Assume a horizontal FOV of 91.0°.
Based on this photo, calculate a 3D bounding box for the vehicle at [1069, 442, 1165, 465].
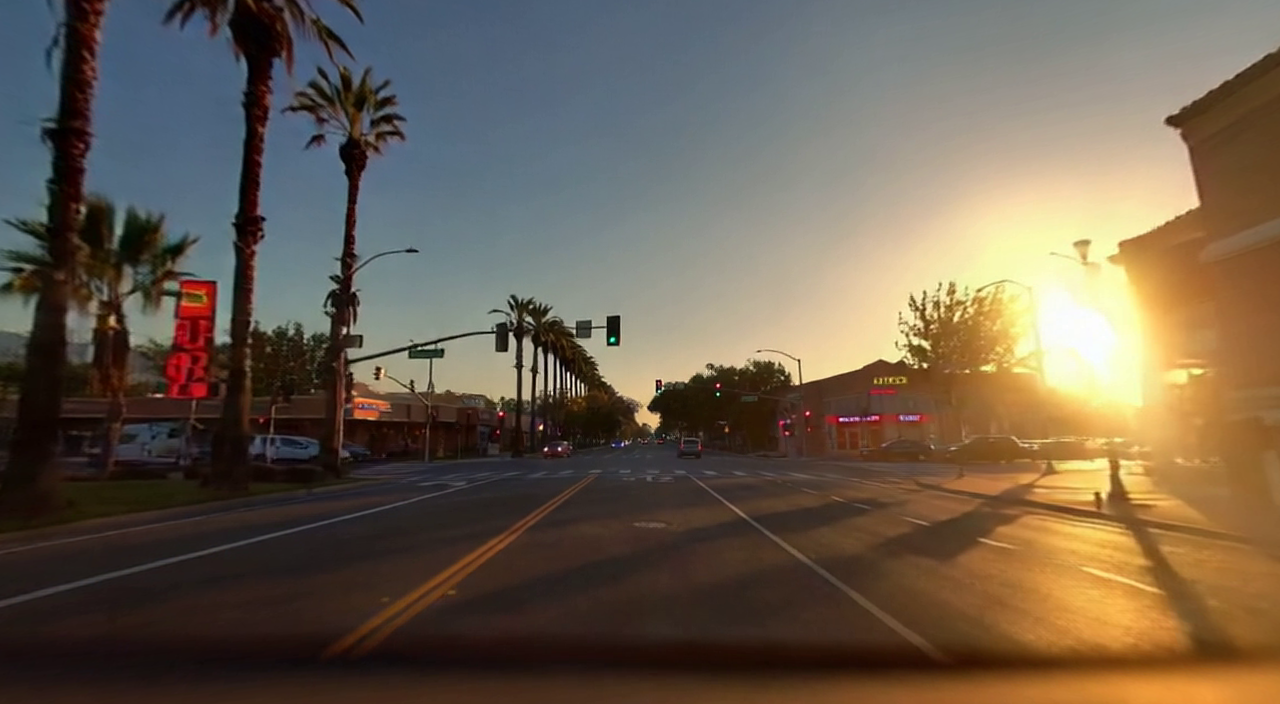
[{"bbox_3d":[31.283,6.664,41.361,4.701,1.463,1.989,0,-9,-2],"label":"vehicle"}]

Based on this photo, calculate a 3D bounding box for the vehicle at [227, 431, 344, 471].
[{"bbox_3d":[-19.020,5.351,33.978,4.901,2.064,2.296,0,-8,0],"label":"vehicle"}]

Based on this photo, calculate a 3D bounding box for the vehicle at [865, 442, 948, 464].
[{"bbox_3d":[18.891,7.191,44.801,4.977,1.508,1.948,0,-9,0],"label":"vehicle"}]

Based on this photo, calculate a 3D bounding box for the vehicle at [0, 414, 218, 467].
[{"bbox_3d":[-35.490,5.844,41.745,12.726,3.308,3.114,0,-7,0],"label":"vehicle"}]

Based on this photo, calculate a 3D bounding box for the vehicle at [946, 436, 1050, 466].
[{"bbox_3d":[23.355,6.448,41.187,5.509,1.873,2.123,0,-9,-2],"label":"vehicle"}]

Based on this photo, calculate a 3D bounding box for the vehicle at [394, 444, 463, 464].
[{"bbox_3d":[-16.305,7.869,48.572,4.791,1.487,2.002,4,-10,-27],"label":"vehicle"}]

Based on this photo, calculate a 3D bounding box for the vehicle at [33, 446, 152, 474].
[{"bbox_3d":[-29.456,5.827,33.977,4.538,1.446,2.028,0,-8,1],"label":"vehicle"}]

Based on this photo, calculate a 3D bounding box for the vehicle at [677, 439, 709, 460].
[{"bbox_3d":[4.009,7.489,48.241,2.065,1.507,4.225,0,-8,-1],"label":"vehicle"}]
